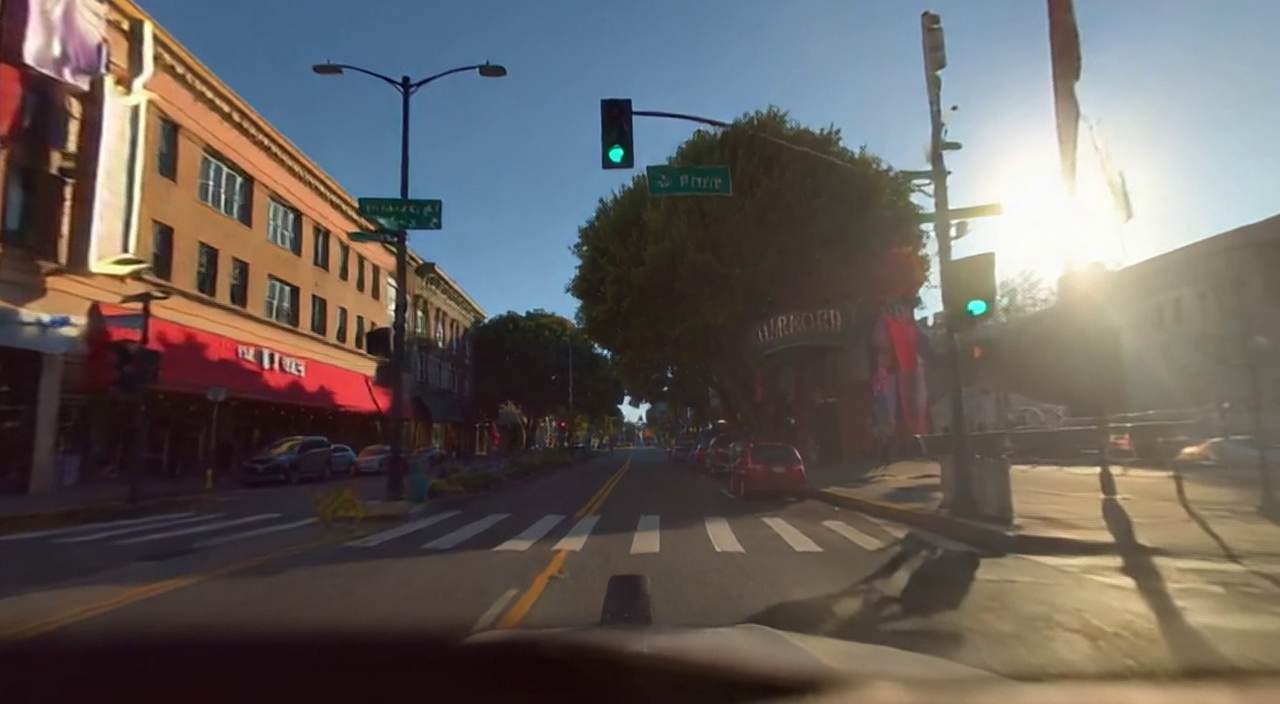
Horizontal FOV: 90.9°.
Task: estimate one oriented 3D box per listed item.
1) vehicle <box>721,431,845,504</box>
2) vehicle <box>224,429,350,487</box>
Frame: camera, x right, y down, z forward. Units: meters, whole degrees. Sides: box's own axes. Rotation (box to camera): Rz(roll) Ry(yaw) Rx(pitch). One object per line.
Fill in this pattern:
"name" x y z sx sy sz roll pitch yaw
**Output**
"vehicle" 3.422 2.846 16.088 2.120 1.560 4.402 0 -8 0
"vehicle" -12.396 3.632 22.048 4.447 1.790 2.206 -7 -10 38
